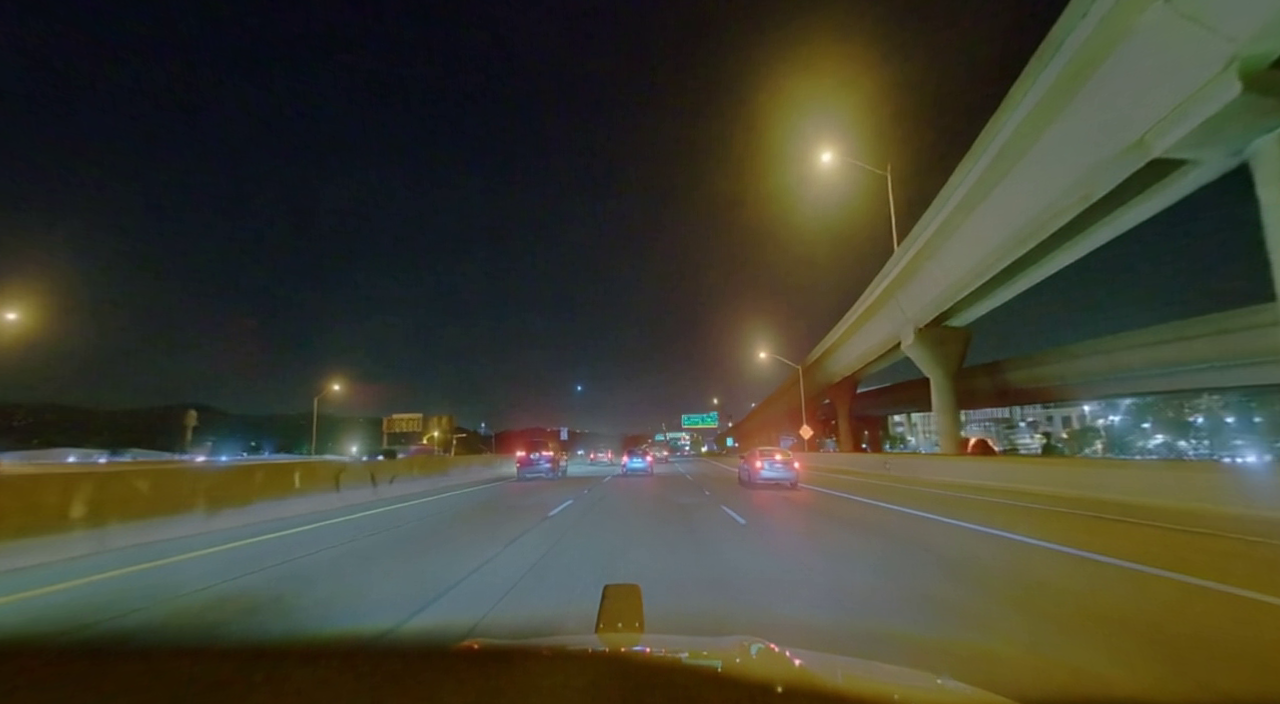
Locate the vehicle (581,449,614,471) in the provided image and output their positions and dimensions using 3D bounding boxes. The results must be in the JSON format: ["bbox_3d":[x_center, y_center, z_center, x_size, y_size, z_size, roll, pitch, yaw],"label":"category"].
[{"bbox_3d":[-2.968,7.661,44.883,1.868,1.431,4.055,0,-8,3],"label":"vehicle"}]

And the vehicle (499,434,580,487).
[{"bbox_3d":[-3.738,4.149,24.383,2.142,1.819,4.648,0,-8,3],"label":"vehicle"}]

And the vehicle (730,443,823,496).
[{"bbox_3d":[4.149,3.624,19.824,1.974,1.490,3.994,0,-8,0],"label":"vehicle"}]

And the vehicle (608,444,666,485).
[{"bbox_3d":[-0.072,4.416,25.100,2.089,1.493,3.964,0,-8,1],"label":"vehicle"}]
